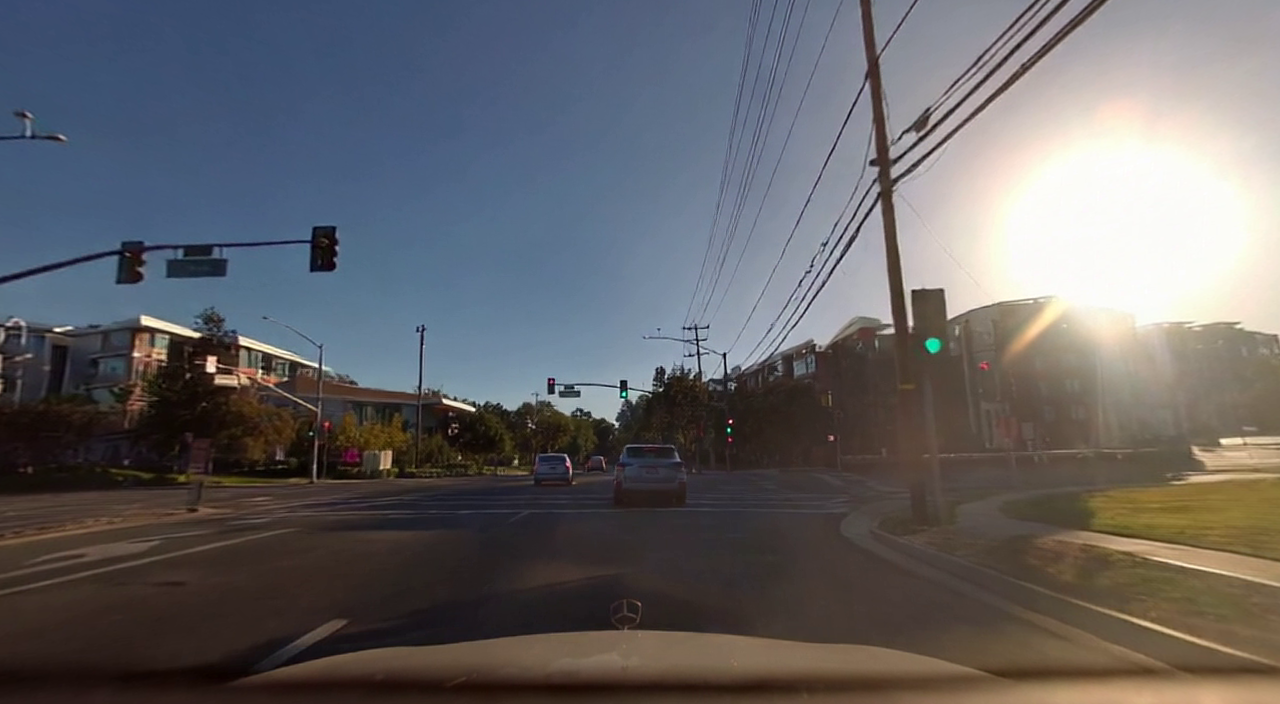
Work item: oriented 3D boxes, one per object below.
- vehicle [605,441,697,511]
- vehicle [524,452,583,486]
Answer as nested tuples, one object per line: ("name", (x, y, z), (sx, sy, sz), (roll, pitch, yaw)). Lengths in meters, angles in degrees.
("vehicle", (0.250, 3.227, 16.943), (2.156, 1.636, 3.923), (0, -9, 0))
("vehicle", (-4.074, 5.623, 30.592), (2.153, 1.474, 4.284), (0, -9, 1))
